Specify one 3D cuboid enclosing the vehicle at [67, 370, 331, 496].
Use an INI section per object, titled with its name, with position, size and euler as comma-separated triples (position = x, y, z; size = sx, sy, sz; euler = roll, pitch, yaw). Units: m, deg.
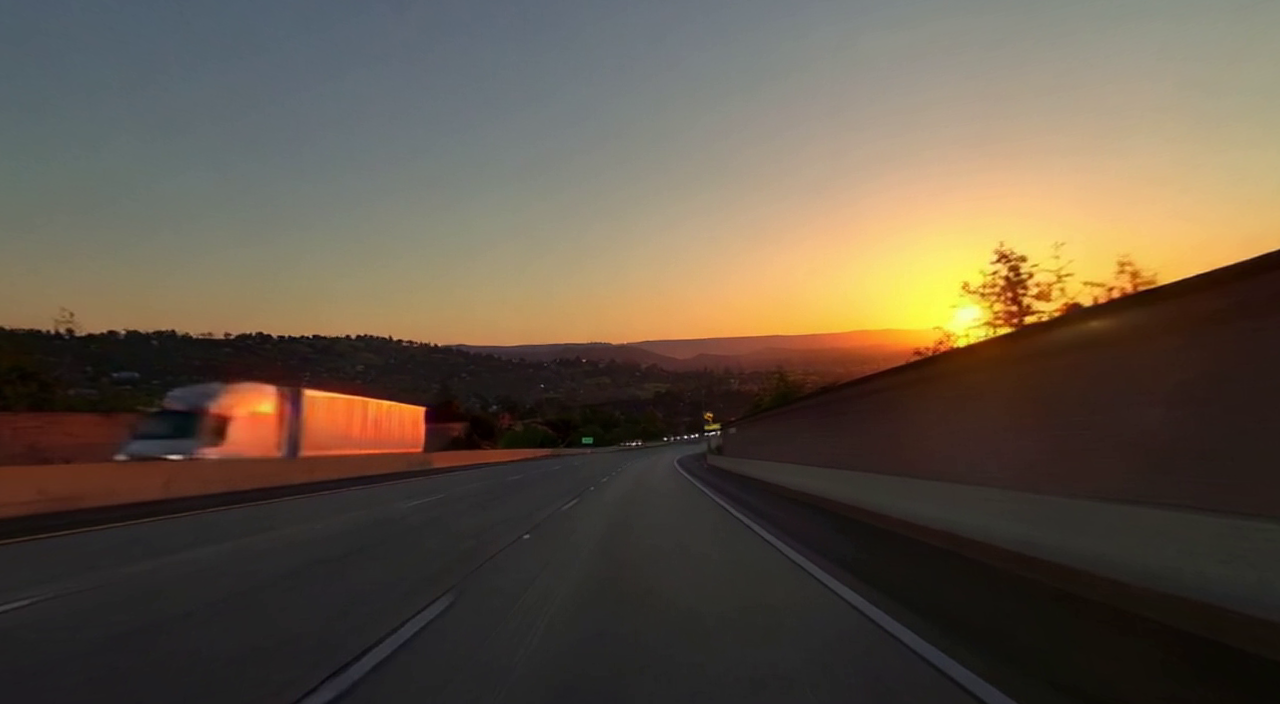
[vehicle]
position = -16.285, 3.245, 24.771
size = 3.036, 3.971, 9.692
euler = 0, -8, 2
